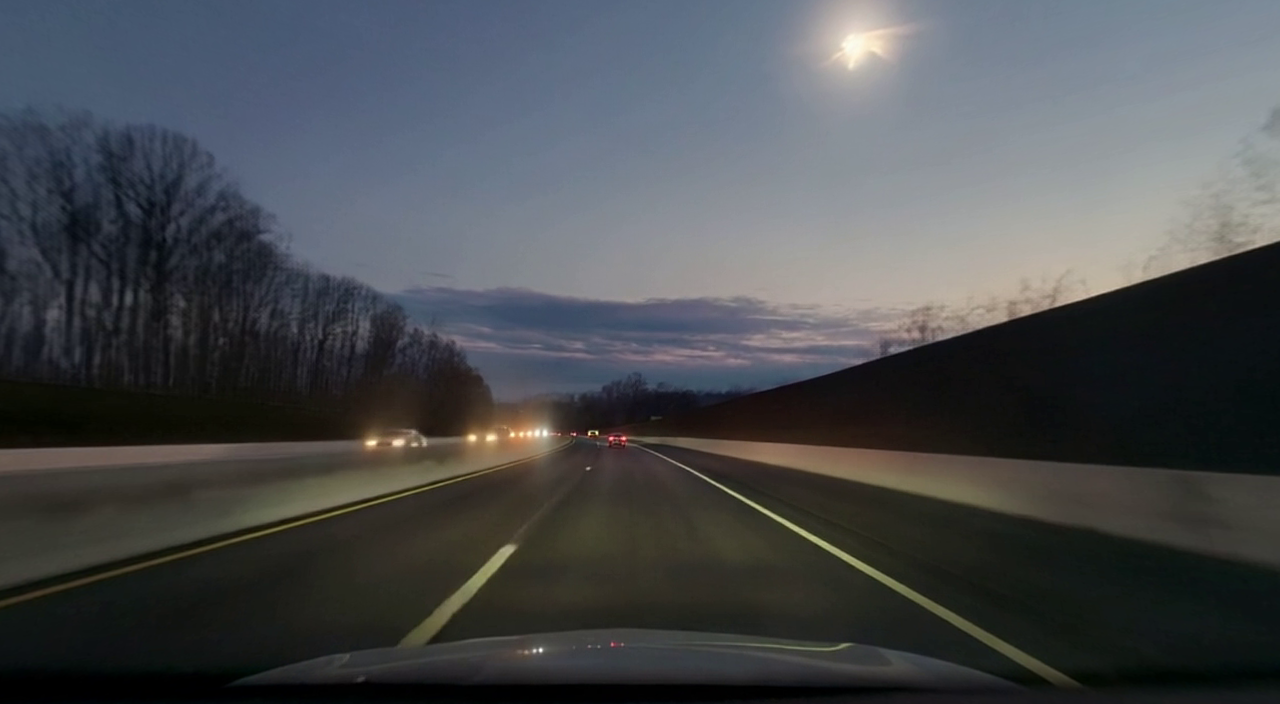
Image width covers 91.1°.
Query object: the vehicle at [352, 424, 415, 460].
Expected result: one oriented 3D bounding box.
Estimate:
[{"bbox_3d":[-15.365,5.427,37.978,1.899,1.991,4.610,0,-8,-1],"label":"vehicle"}]
